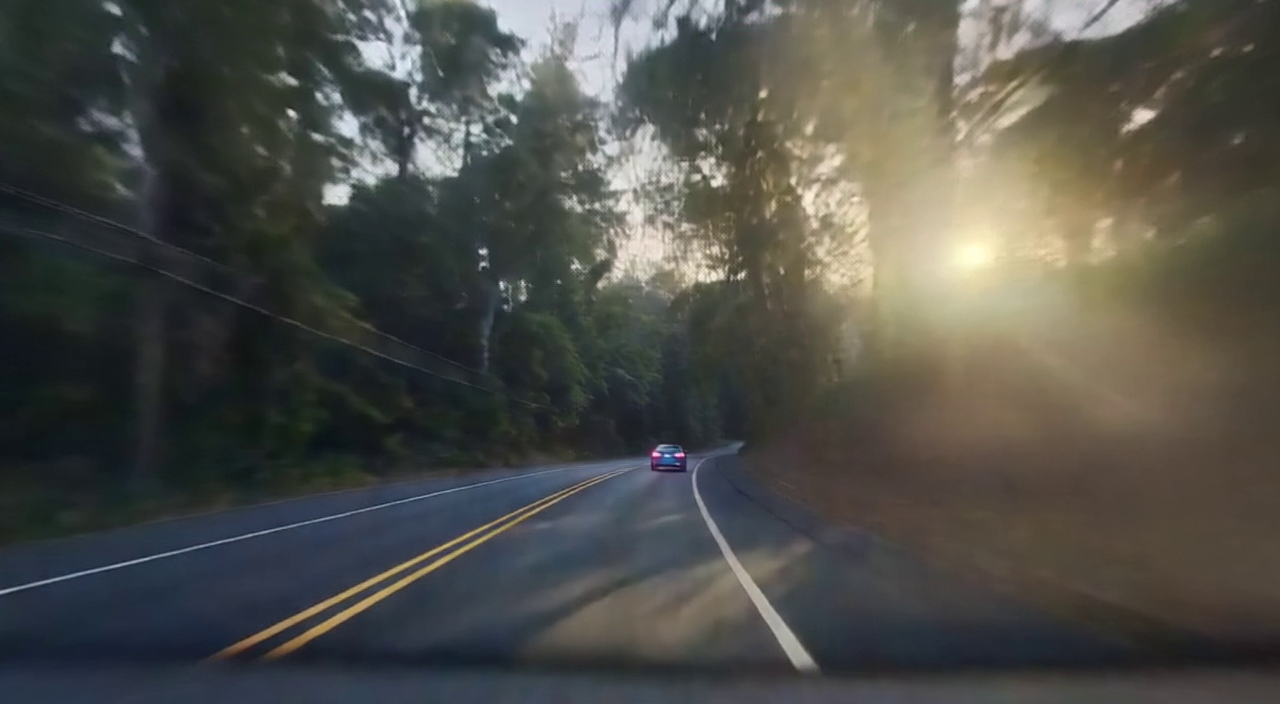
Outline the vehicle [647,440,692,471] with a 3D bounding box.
[{"bbox_3d":[1.584,5.312,32.609,2.059,1.524,3.963,-1,-8,6],"label":"vehicle"}]
